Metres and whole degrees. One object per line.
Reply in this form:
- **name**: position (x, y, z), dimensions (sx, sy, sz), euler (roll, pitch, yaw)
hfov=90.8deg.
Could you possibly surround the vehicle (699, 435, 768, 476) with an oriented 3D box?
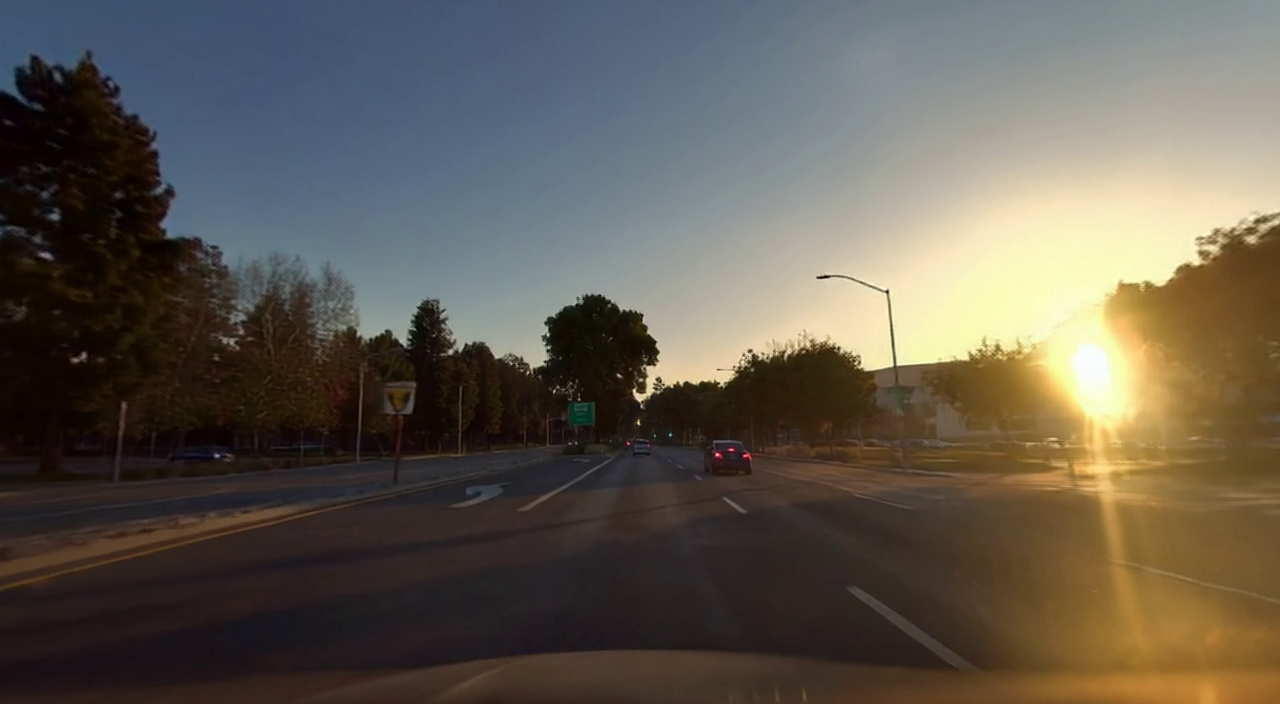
- **vehicle**: position (3.645, 4.126, 25.512), dimensions (1.948, 1.479, 4.620), euler (0, -8, -2)

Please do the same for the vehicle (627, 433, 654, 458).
- **vehicle**: position (0.030, 7.086, 47.989), dimensions (1.988, 1.800, 4.322), euler (0, -8, 0)
